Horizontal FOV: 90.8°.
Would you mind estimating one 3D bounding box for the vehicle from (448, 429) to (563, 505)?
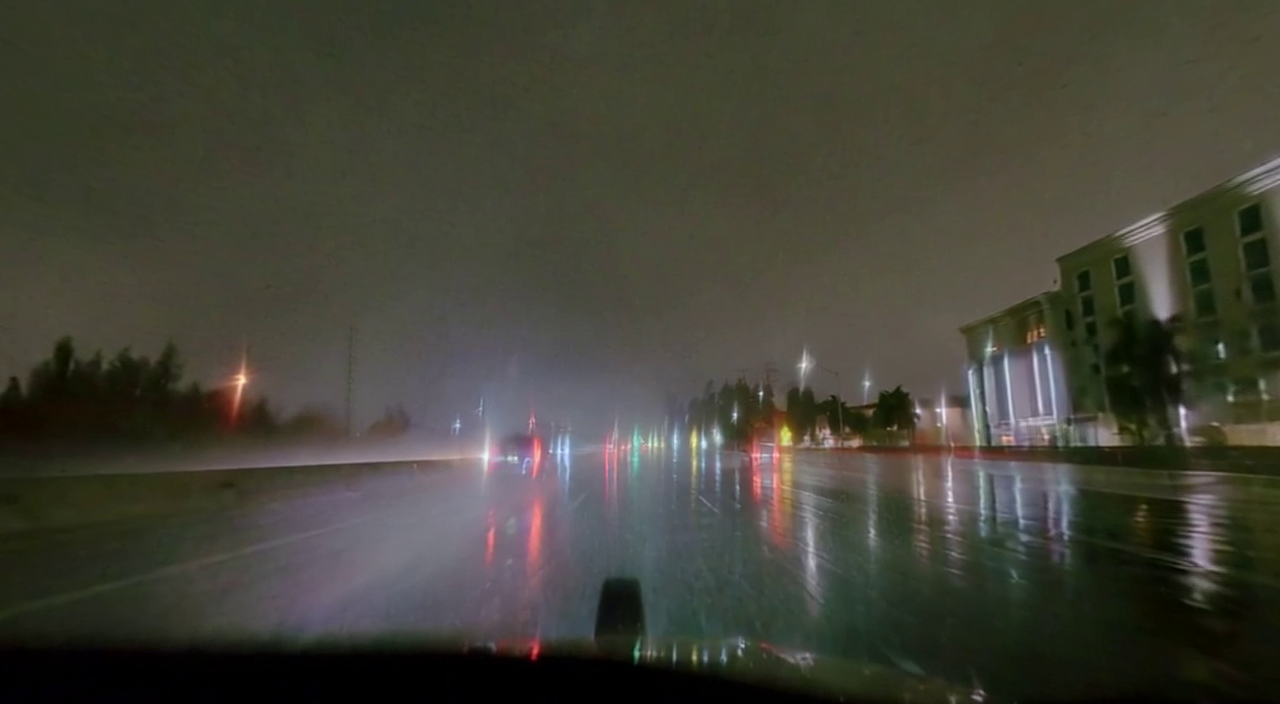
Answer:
[{"bbox_3d":[-3.536,3.144,17.732,2.145,1.828,4.867,0,-9,0],"label":"vehicle"}]
